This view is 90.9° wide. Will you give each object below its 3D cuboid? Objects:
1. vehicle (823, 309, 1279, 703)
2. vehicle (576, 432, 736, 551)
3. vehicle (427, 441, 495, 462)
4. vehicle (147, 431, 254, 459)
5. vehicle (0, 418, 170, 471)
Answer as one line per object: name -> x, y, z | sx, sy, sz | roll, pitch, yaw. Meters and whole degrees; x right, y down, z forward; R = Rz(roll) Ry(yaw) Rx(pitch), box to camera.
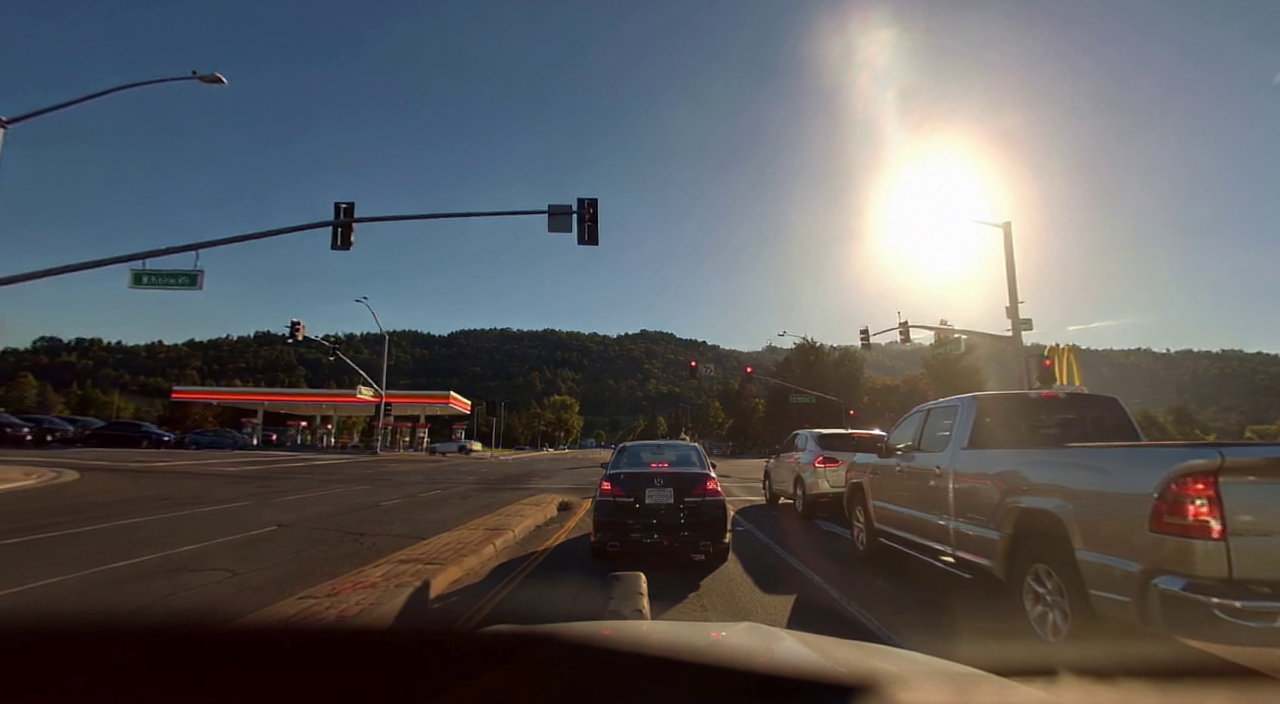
vehicle -> 3.530, 1.193, 5.117 | 2.277, 1.871, 6.143 | 0, -8, 0
vehicle -> 0.210, 2.060, 9.982 | 2.027, 1.494, 3.824 | 0, -8, 0
vehicle -> -13.227, 7.364, 46.767 | 1.963, 1.460, 4.528 | -6, -11, 37
vehicle -> -23.205, 4.906, 33.386 | 4.326, 1.420, 1.798 | -1, -8, 3
vehicle -> -19.664, 3.245, 22.123 | 4.742, 1.720, 2.107 | -1, -8, 5
